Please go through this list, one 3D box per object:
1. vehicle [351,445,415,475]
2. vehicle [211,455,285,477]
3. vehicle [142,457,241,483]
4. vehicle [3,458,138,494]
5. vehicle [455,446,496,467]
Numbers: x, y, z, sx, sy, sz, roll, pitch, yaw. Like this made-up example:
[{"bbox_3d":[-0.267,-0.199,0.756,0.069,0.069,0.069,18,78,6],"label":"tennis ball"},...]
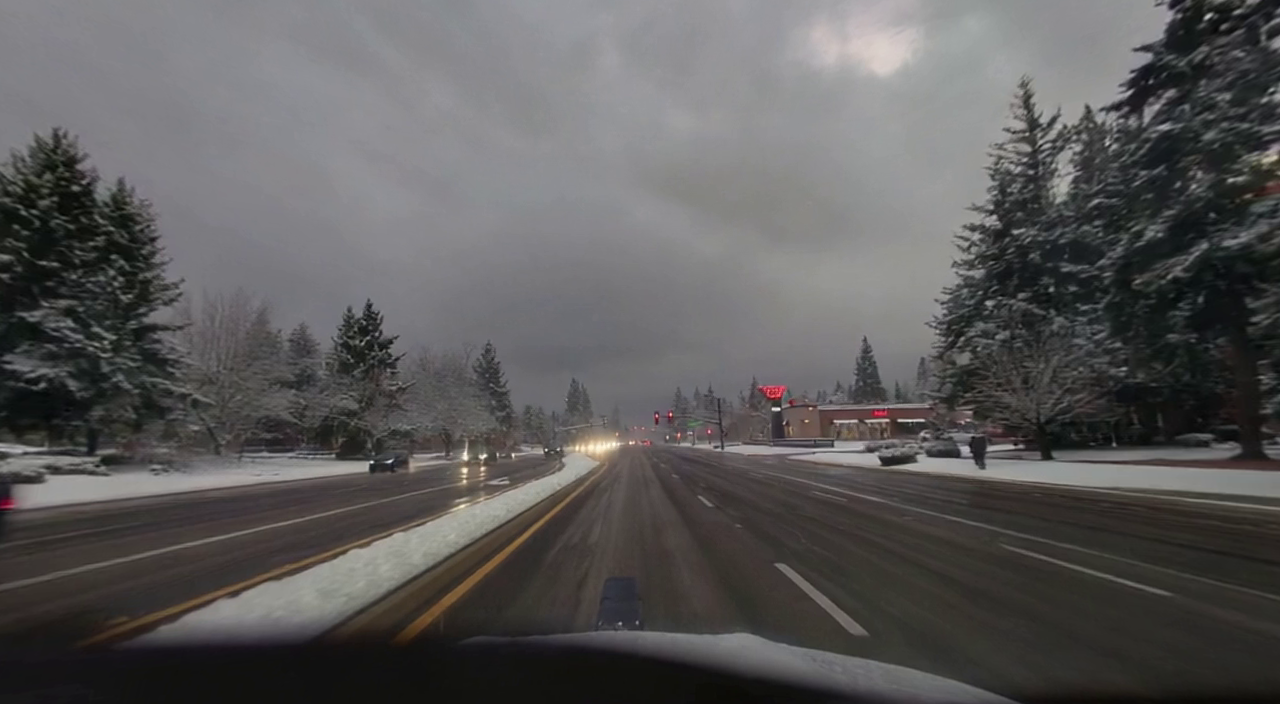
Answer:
[{"bbox_3d":[-15.611,6.574,38.673,2.060,1.748,4.384,0,-9,0],"label":"vehicle"},{"bbox_3d":[-28.517,8.293,46.084,4.318,1.499,2.021,4,-10,-26],"label":"vehicle"},{"bbox_3d":[-28.280,7.436,40.065,4.766,1.489,2.092,5,-10,-27],"label":"vehicle"},{"bbox_3d":[-27.777,6.064,31.030,4.495,1.460,1.853,2,-11,-26],"label":"vehicle"},{"bbox_3d":[-12.007,7.647,46.399,1.866,1.518,4.240,0,-9,0],"label":"vehicle"}]
